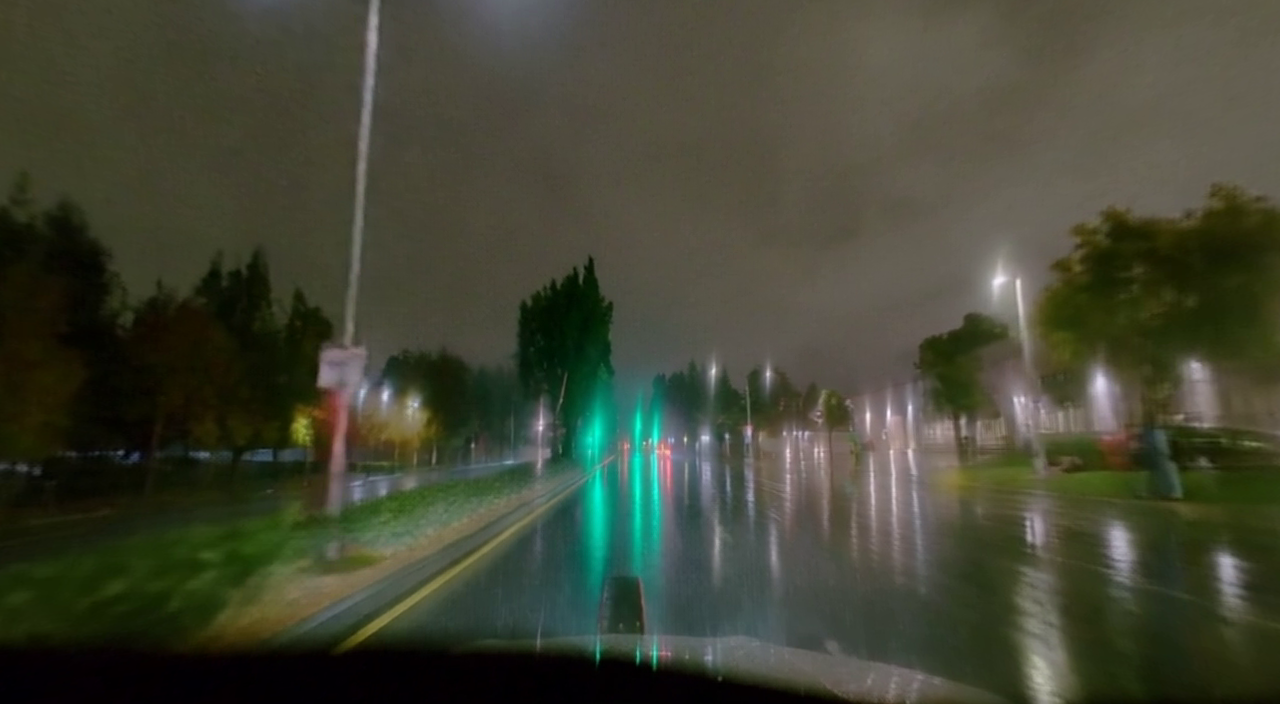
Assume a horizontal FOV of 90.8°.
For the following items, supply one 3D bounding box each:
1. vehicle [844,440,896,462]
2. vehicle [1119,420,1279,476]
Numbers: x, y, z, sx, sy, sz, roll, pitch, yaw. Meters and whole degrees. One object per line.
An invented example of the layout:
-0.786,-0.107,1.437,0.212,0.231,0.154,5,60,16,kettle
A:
16.274,6.966,44.566,1.930,1.449,4.473,-7,-11,40,vehicle
16.933,2.775,18.285,4.505,1.498,2.068,0,-8,-3,vehicle
